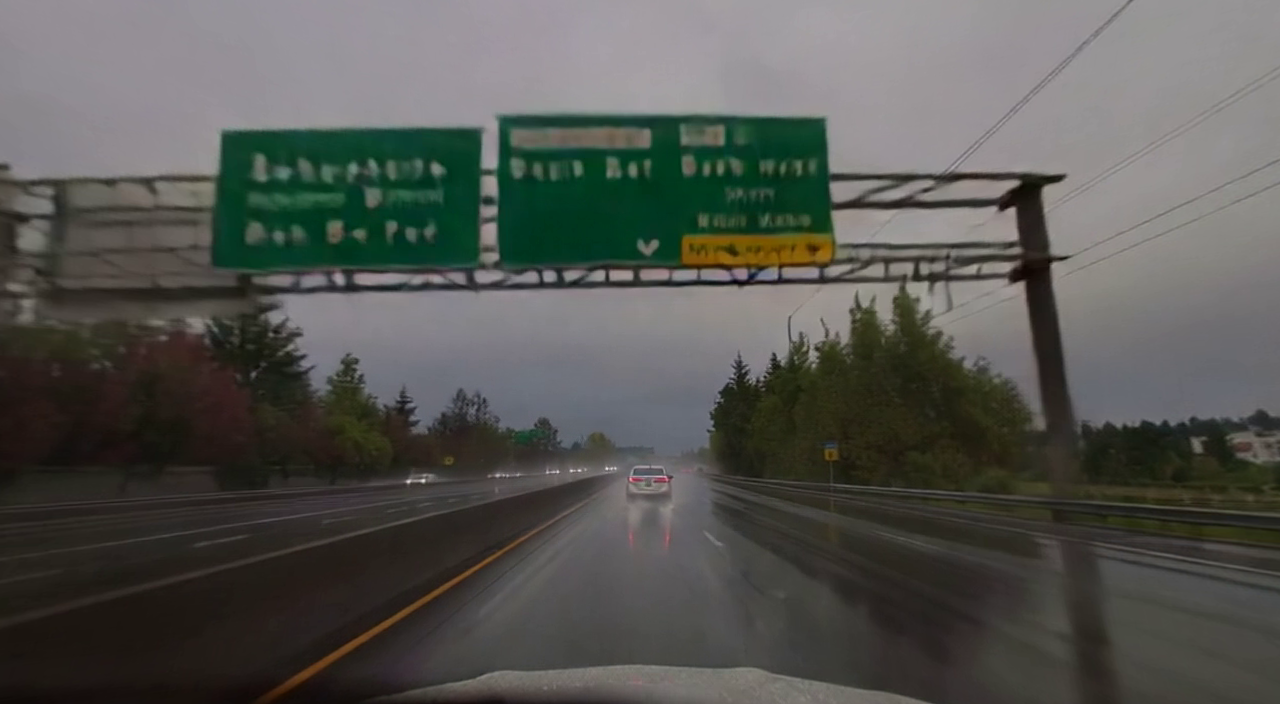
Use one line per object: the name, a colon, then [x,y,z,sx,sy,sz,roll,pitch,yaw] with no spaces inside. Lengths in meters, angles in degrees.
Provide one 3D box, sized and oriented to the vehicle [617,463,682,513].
vehicle: [0.302,4.490,21.134,1.987,1.480,3.786,1,-10,0]
